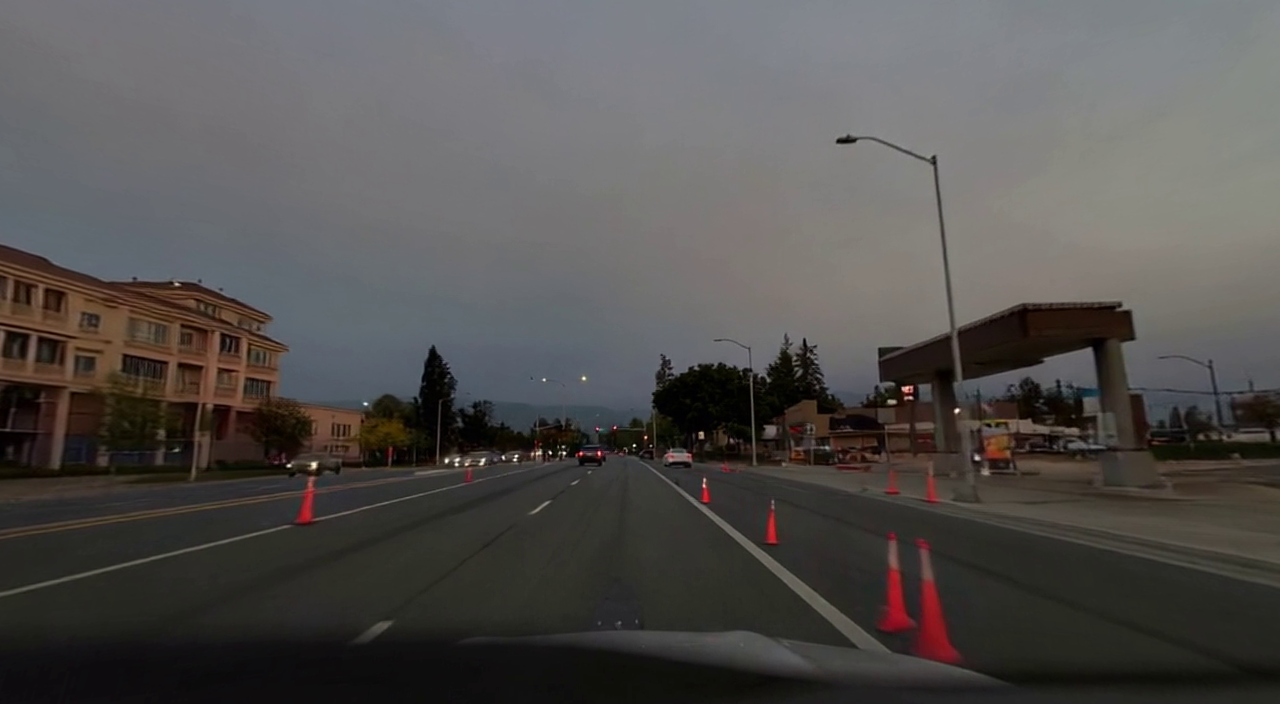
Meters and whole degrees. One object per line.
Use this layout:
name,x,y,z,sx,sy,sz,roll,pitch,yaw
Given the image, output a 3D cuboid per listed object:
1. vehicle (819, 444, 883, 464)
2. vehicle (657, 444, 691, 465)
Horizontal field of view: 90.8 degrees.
vehicle,16.578,8.031,49.794,4.410,1.472,1.803,-6,-10,32
vehicle,2.456,7.552,46.767,2.063,1.483,4.226,0,-9,-2
